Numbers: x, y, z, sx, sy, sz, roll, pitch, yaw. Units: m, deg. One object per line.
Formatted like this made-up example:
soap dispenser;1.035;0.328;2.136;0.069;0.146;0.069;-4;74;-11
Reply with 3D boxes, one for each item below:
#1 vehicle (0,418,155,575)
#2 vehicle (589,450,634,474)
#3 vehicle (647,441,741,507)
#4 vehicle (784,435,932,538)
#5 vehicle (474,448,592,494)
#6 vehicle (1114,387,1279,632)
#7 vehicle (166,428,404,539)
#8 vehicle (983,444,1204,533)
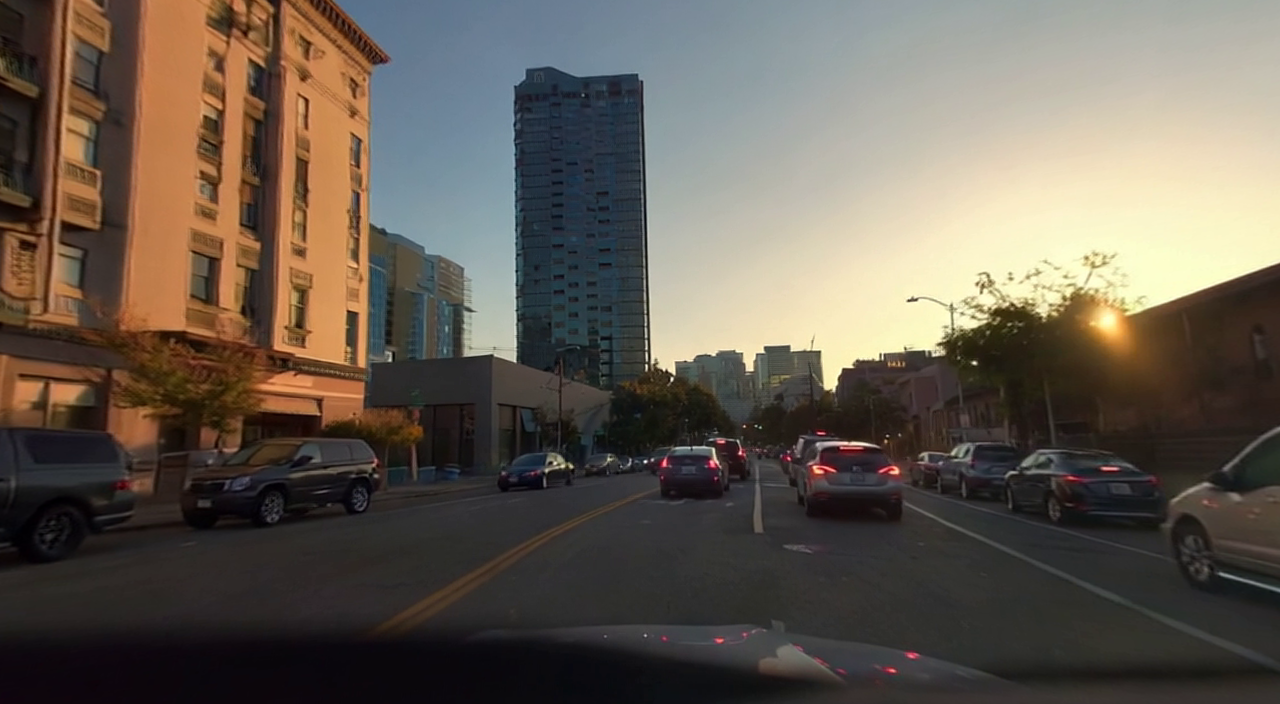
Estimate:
vehicle;-8.788;1.664;7.111;2.070;1.854;4.985;-2;-9;11
vehicle;-1.864;7.333;42.281;2.040;1.492;4.318;-2;-9;11
vehicle;1.507;3.051;16.227;2.031;1.461;3.763;-2;-9;11
vehicle;3.760;2.338;11.668;1.982;1.510;4.144;-2;-9;11
vehicle;-3.820;4.313;23.321;1.928;1.503;4.322;-5;-10;31
vehicle;5.717;1.137;4.451;2.088;1.775;4.454;-2;-9;14
vehicle;-7.375;2.709;13.713;1.934;1.770;4.546;-9;-10;12
vehicle;9.156;2.716;13.364;1.901;1.500;4.729;-2;-9;11
